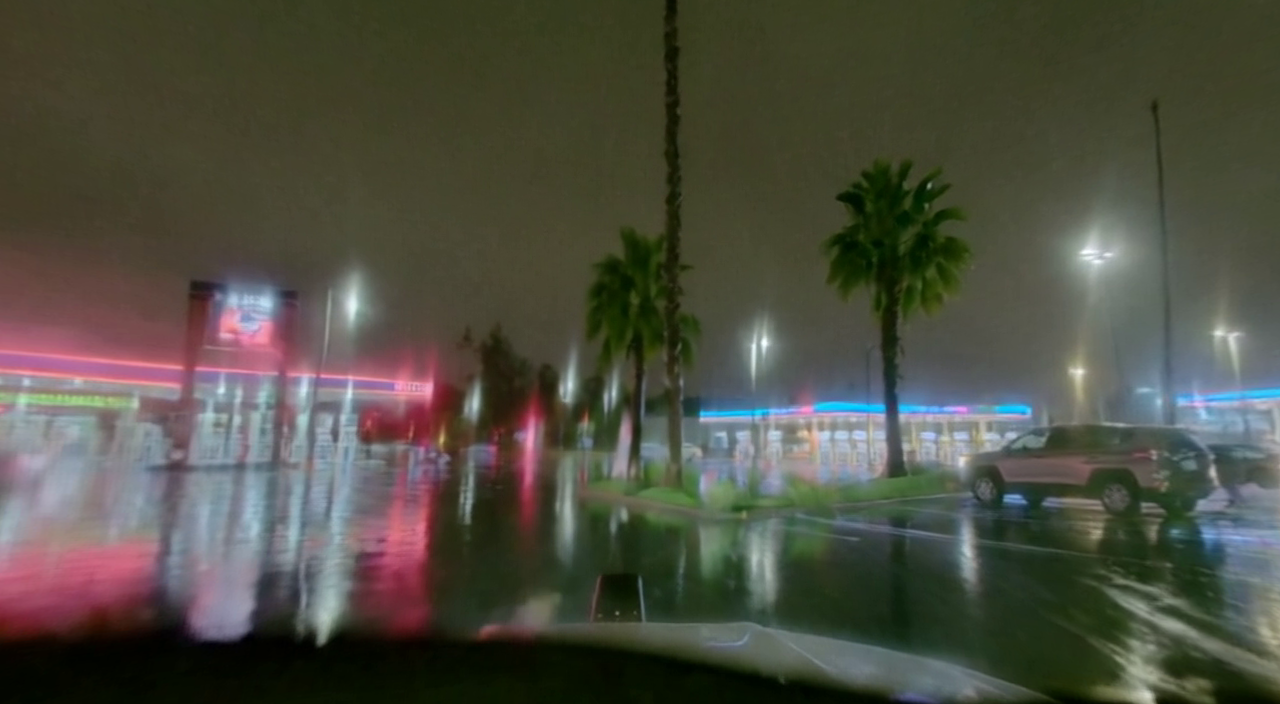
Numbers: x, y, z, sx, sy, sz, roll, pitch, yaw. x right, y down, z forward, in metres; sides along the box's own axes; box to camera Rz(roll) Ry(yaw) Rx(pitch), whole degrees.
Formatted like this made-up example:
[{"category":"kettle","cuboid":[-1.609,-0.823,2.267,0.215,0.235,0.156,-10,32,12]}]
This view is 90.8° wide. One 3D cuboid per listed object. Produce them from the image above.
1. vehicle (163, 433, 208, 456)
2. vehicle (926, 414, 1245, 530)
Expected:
[{"category":"vehicle","cuboid":[-30.501,6.232,42.508,1.901,1.463,3.948,5,-10,-29]},{"category":"vehicle","cuboid":[8.631,2.318,12.801,2.028,1.850,4.731,5,-10,-31]}]
